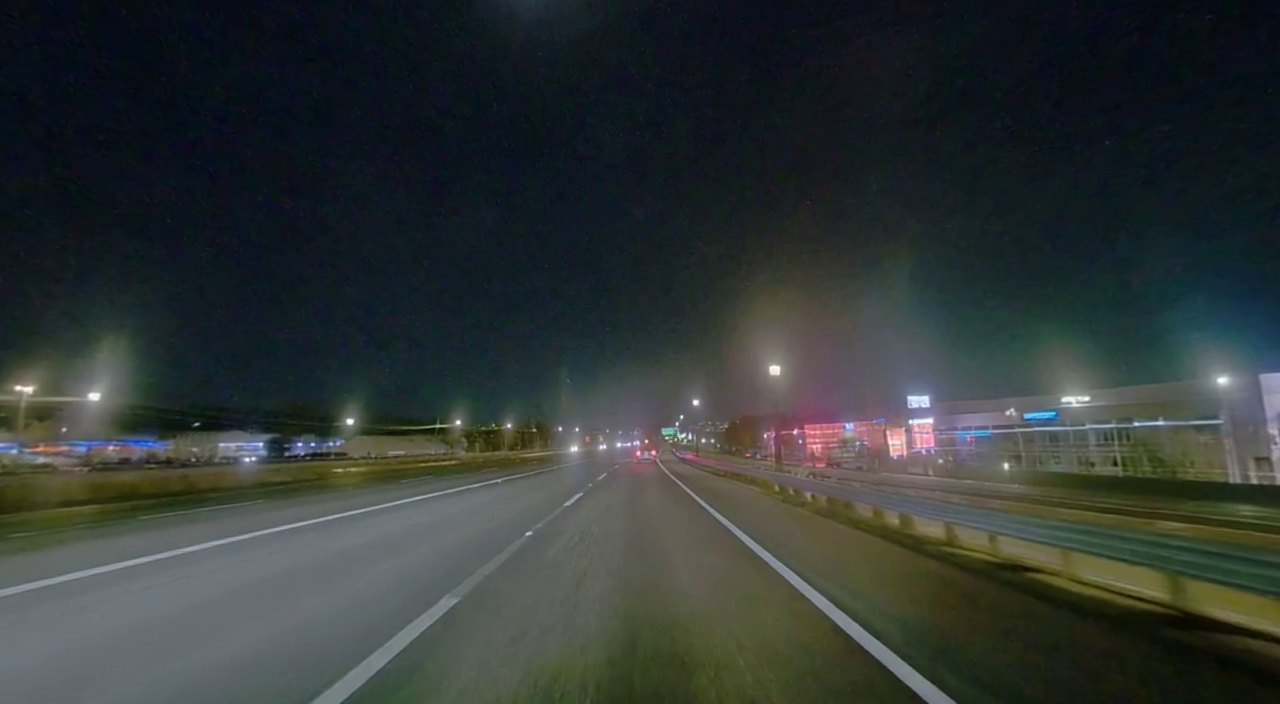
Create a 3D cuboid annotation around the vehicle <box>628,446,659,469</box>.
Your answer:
[{"bbox_3d":[0.269,7.291,43.770,2.014,1.507,3.960,0,-9,1],"label":"vehicle"}]
